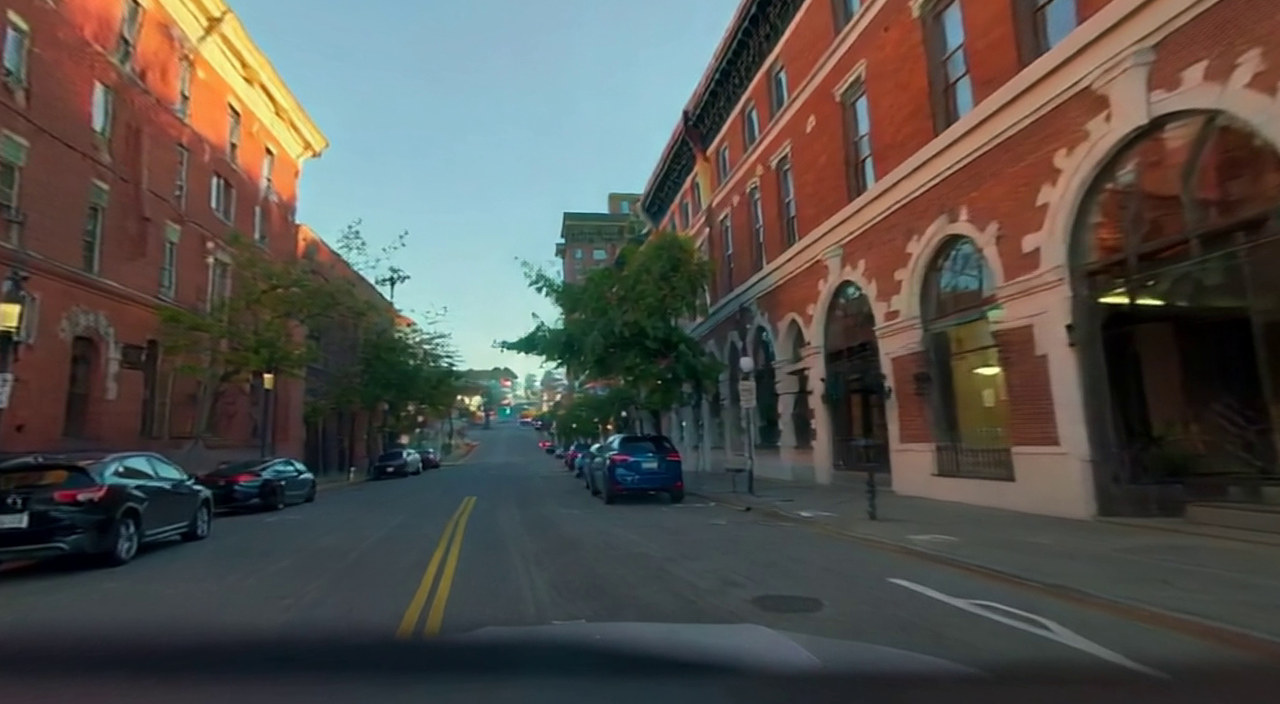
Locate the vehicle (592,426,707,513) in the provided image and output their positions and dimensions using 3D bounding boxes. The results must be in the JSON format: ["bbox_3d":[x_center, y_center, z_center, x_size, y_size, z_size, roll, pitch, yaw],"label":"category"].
[{"bbox_3d":[0.040,2.806,15.597,1.953,1.804,4.518,1,-9,-11],"label":"vehicle"}]

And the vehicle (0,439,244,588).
[{"bbox_3d":[-8.314,2.236,9.793,2.186,1.705,5.078,2,-8,-15],"label":"vehicle"}]

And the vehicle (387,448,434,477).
[{"bbox_3d":[-13.414,6.442,37.022,1.934,1.478,4.180,1,-8,-11],"label":"vehicle"}]

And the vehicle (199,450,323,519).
[{"bbox_3d":[-9.605,3.317,16.286,1.631,1.459,3.489,0,-8,-12],"label":"vehicle"}]
